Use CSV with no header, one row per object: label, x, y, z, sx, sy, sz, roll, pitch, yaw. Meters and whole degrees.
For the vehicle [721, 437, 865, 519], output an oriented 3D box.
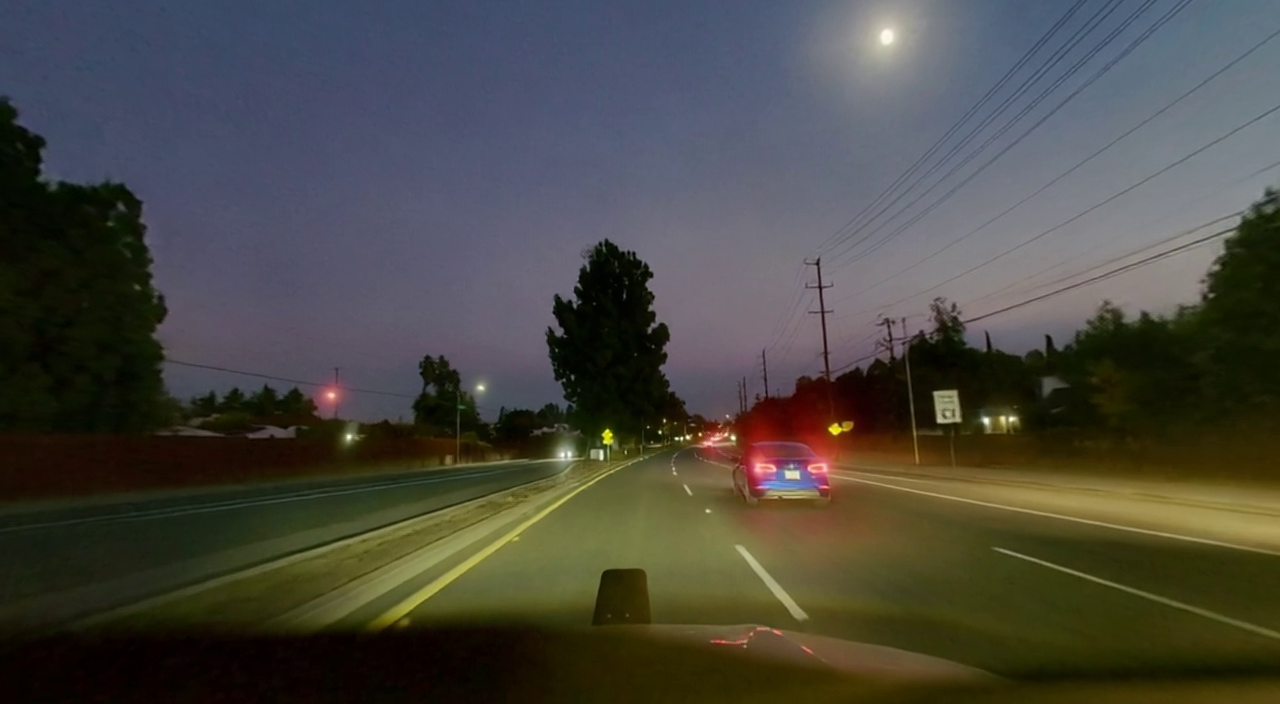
vehicle,3.105,2.651,13.798,2.063,1.481,4.247,0,-9,0
